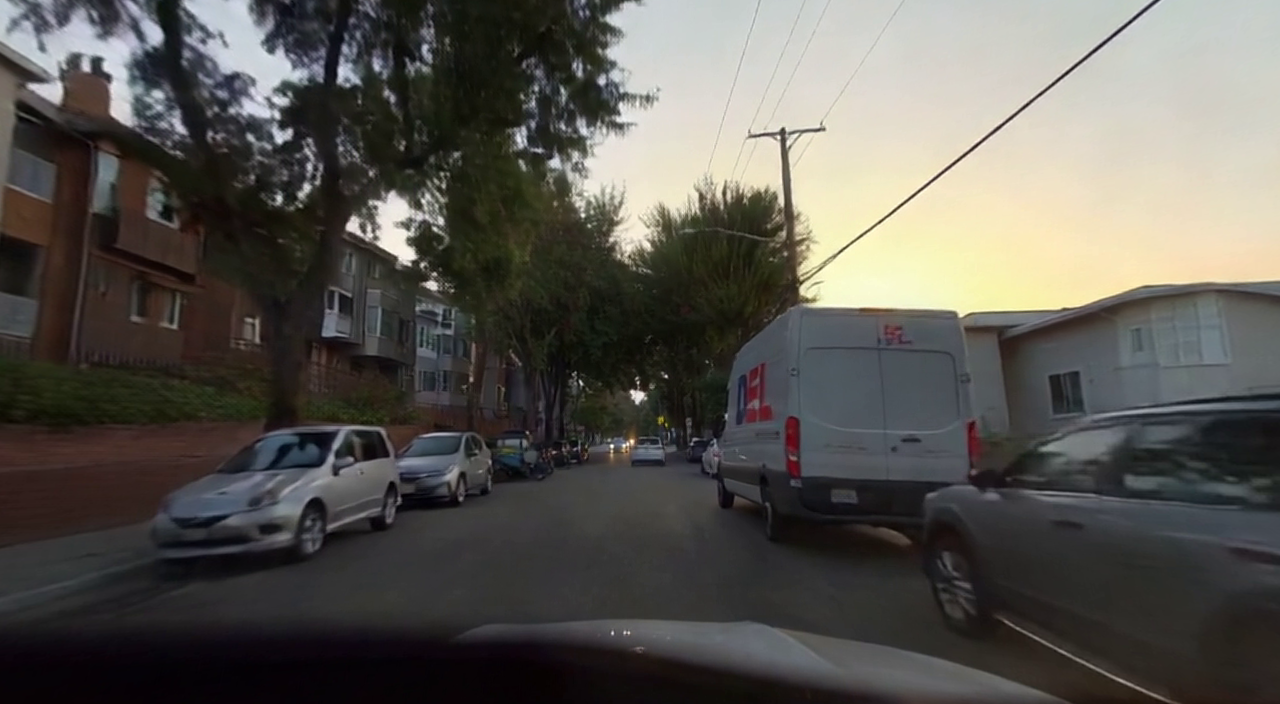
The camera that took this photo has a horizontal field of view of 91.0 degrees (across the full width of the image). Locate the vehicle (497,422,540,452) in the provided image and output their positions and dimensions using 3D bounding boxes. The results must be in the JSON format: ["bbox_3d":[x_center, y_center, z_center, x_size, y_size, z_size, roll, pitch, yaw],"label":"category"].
[{"bbox_3d":[-7.930,5.584,41.517,2.010,1.747,4.266,0,-5,0],"label":"vehicle"}]

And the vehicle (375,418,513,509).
[{"bbox_3d":[-4.254,2.402,14.316,1.911,1.573,3.637,2,-3,0],"label":"vehicle"}]

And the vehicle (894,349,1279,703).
[{"bbox_3d":[3.030,0.979,3.106,1.901,1.649,4.118,0,-8,1],"label":"vehicle"}]

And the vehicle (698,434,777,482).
[{"bbox_3d":[3.248,3.614,21.835,2.086,1.498,4.280,0,-8,1],"label":"vehicle"}]

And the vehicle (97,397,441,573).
[{"bbox_3d":[-4.574,1.538,8.766,2.022,1.721,4.355,1,-3,2],"label":"vehicle"}]

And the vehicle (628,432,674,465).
[{"bbox_3d":[0.526,4.669,30.570,2.095,1.510,3.605,0,-8,1],"label":"vehicle"}]
